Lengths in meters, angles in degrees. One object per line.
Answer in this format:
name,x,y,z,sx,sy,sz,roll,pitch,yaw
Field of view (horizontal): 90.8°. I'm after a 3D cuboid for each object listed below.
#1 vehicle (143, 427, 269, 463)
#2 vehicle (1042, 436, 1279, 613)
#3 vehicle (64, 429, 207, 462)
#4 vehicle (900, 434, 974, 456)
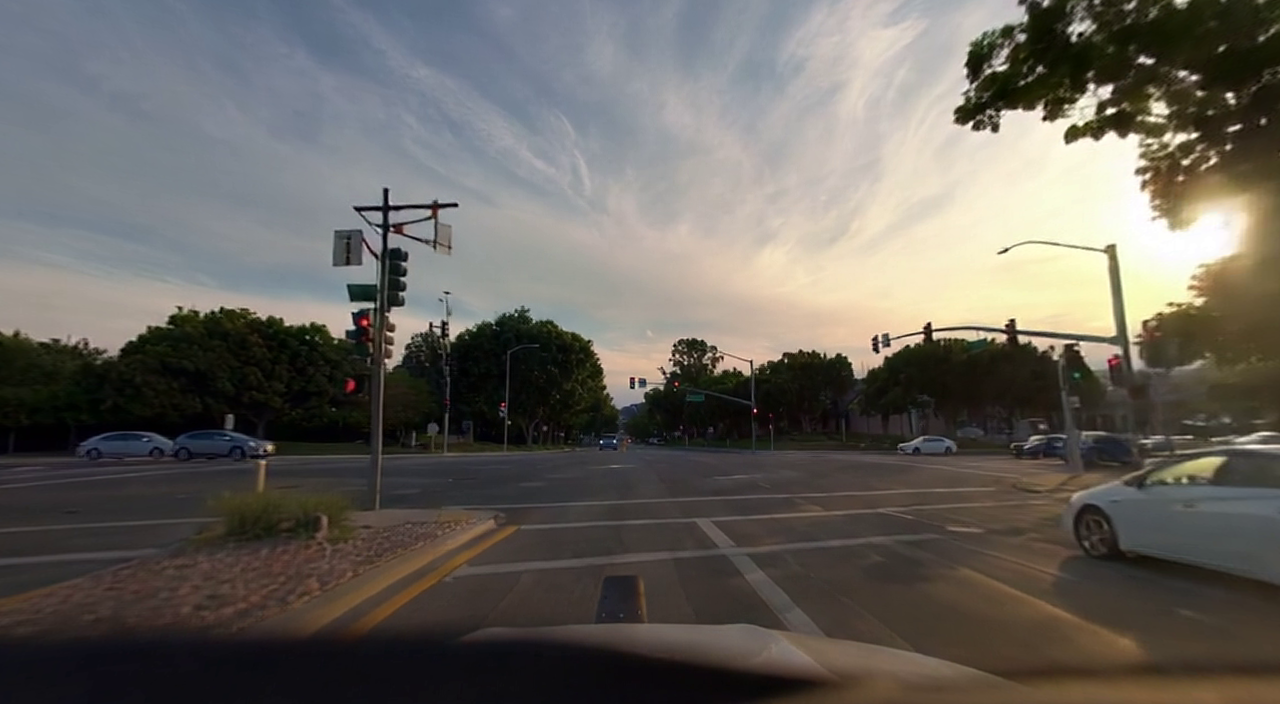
vehicle,-19.911,4.290,29.204,4.331,1.544,1.896,2,-9,-17
vehicle,6.085,1.523,5.946,1.815,1.417,4.125,0,-9,-1
vehicle,-24.173,4.508,30.469,4.912,1.485,1.922,2,-9,-15
vehicle,21.029,6.599,44.697,4.516,1.468,1.962,3,-9,-18
